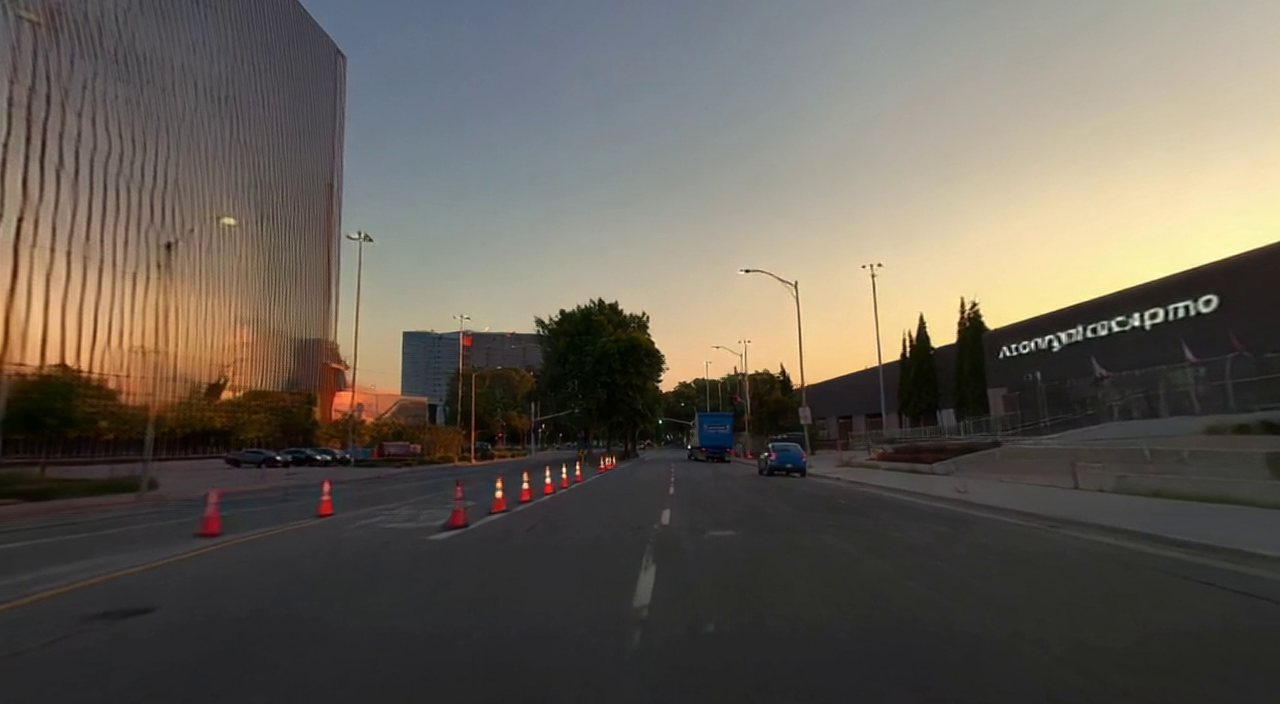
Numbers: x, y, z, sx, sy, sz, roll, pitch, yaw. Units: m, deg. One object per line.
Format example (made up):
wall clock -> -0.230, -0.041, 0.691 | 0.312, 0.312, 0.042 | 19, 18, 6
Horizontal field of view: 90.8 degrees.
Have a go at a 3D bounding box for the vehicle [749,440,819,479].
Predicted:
vehicle -> 6.441, 4.856, 28.861 | 2.098, 1.619, 4.433 | 0, -8, -1

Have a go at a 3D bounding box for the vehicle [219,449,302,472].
vehicle -> -25.268, 7.206, 42.184 | 4.237, 1.490, 1.901 | 0, -8, -1
